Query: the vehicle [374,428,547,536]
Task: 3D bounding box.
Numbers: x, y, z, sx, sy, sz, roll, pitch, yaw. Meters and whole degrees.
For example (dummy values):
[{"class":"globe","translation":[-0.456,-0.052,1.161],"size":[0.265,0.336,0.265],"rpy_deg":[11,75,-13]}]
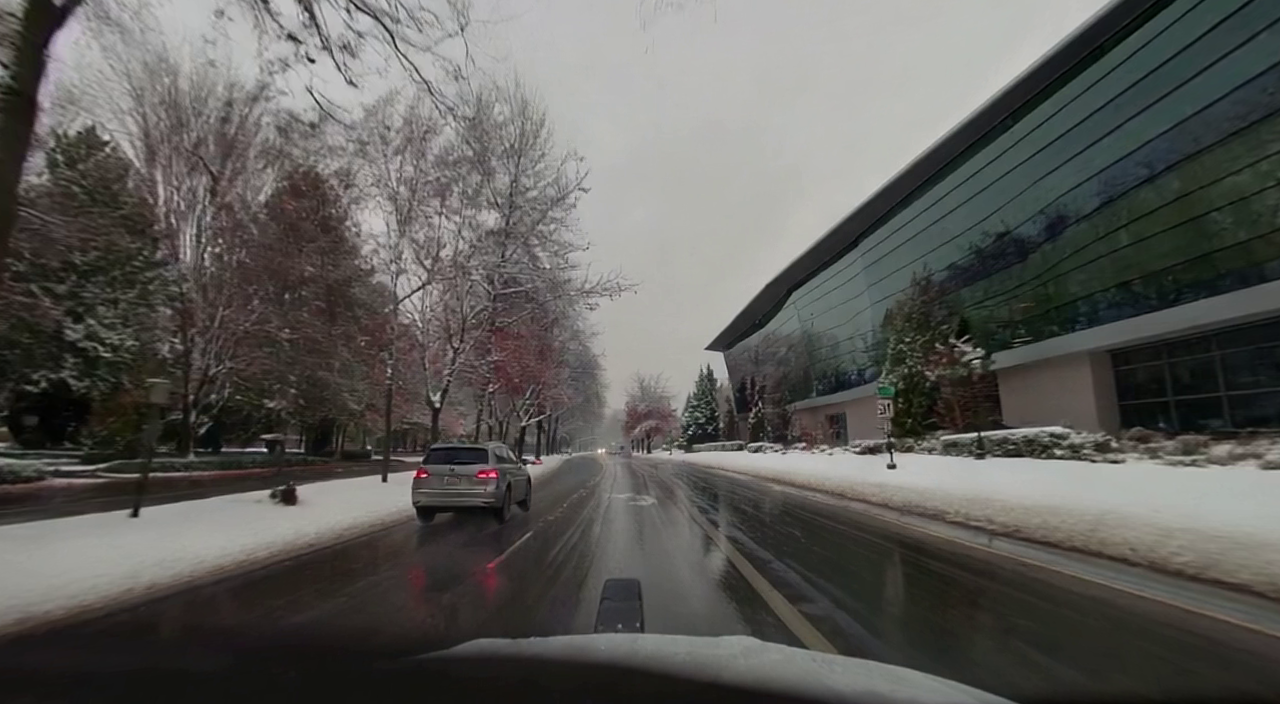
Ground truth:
[{"class":"vehicle","translation":[-3.215,2.430,12.469],"size":[2.067,1.700,4.561],"rpy_deg":[0,-9,0]}]
